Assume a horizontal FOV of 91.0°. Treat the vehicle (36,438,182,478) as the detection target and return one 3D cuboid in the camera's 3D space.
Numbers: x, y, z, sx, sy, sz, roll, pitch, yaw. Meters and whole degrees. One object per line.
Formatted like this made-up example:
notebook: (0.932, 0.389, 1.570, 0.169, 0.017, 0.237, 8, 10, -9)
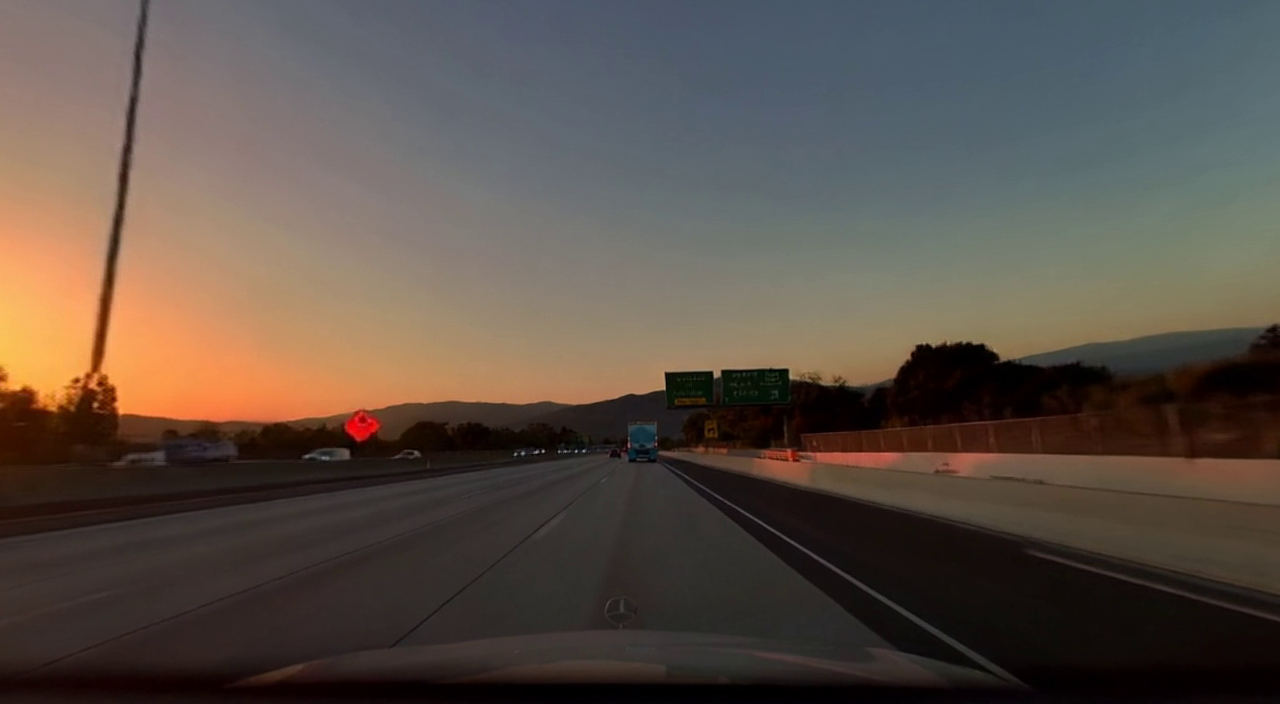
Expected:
vehicle: (-23.405, 4.687, 28.089, 2.141, 1.619, 4.968, 0, -9, 0)
